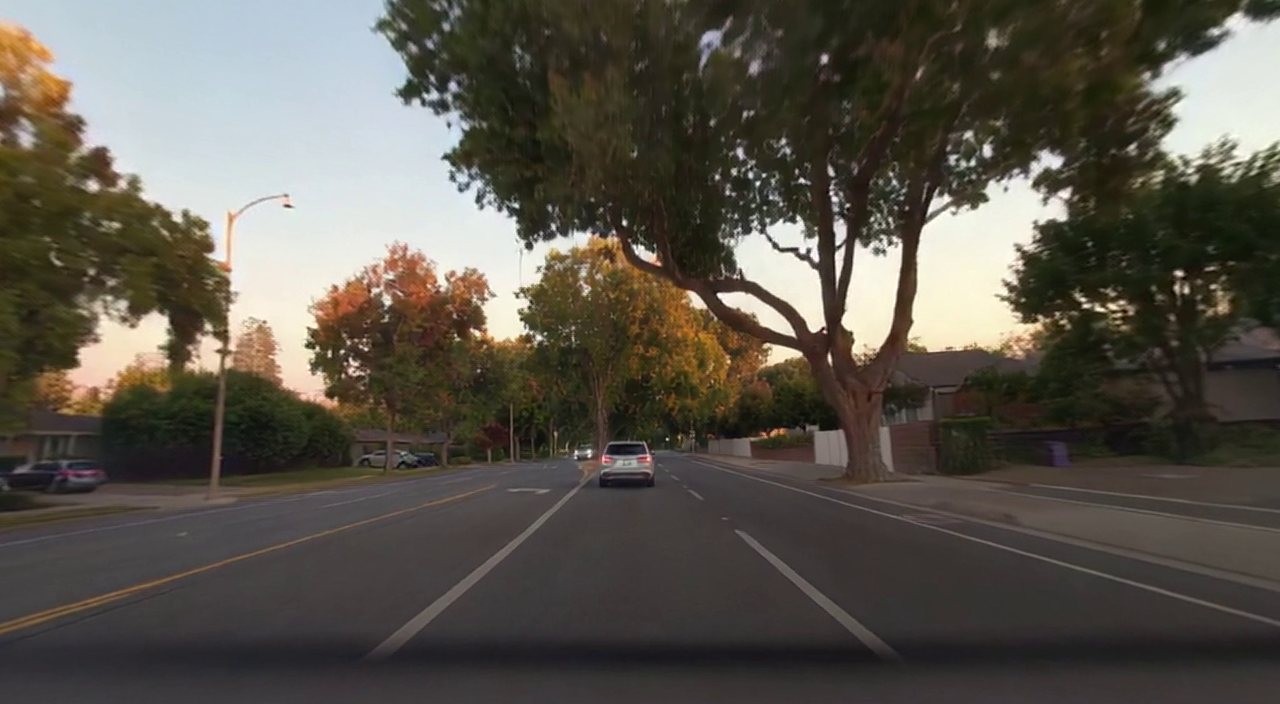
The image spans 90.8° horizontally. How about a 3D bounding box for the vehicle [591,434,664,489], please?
[{"bbox_3d":[-0.397,3.575,20.939,2.181,1.639,4.127,0,-8,0],"label":"vehicle"}]
